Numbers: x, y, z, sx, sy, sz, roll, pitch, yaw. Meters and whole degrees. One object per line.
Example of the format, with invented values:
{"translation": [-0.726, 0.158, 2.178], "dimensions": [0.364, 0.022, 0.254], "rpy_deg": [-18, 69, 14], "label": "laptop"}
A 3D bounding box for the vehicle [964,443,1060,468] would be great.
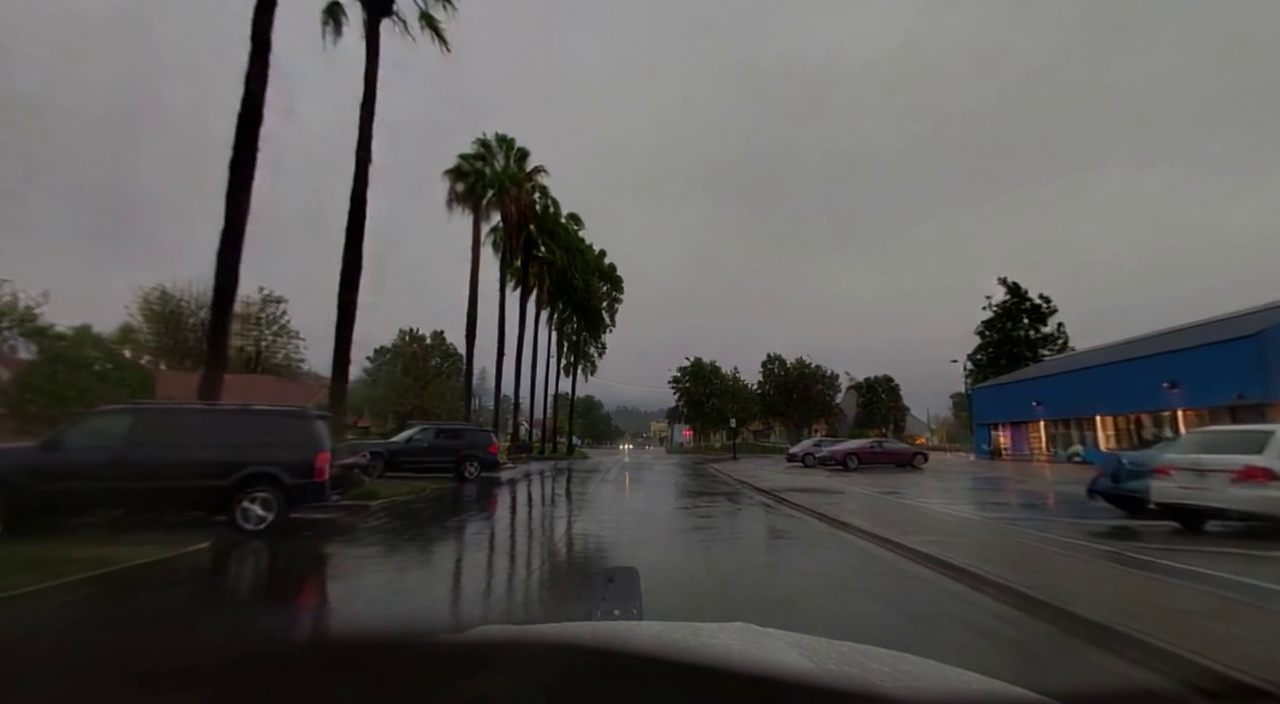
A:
{"translation": [24.889, 6.921, 42.434], "dimensions": [1.785, 1.539, 5.214], "rpy_deg": [7, -11, -34], "label": "vehicle"}

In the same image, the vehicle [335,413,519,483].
{"translation": [-6.350, 2.897, 19.104], "dimensions": [4.787, 1.867, 2.092], "rpy_deg": [6, -10, -34], "label": "vehicle"}

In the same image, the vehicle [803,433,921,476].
{"translation": [9.741, 4.516, 27.683], "dimensions": [4.758, 1.759, 2.068], "rpy_deg": [5, -11, -27], "label": "vehicle"}

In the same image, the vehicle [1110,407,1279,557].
{"translation": [9.566, 1.767, 9.037], "dimensions": [4.868, 1.754, 2.132], "rpy_deg": [3, -9, -21], "label": "vehicle"}

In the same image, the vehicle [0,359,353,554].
{"translation": [-6.048, 1.146, 7.102], "dimensions": [4.763, 1.801, 2.013], "rpy_deg": [6, -10, -34], "label": "vehicle"}
